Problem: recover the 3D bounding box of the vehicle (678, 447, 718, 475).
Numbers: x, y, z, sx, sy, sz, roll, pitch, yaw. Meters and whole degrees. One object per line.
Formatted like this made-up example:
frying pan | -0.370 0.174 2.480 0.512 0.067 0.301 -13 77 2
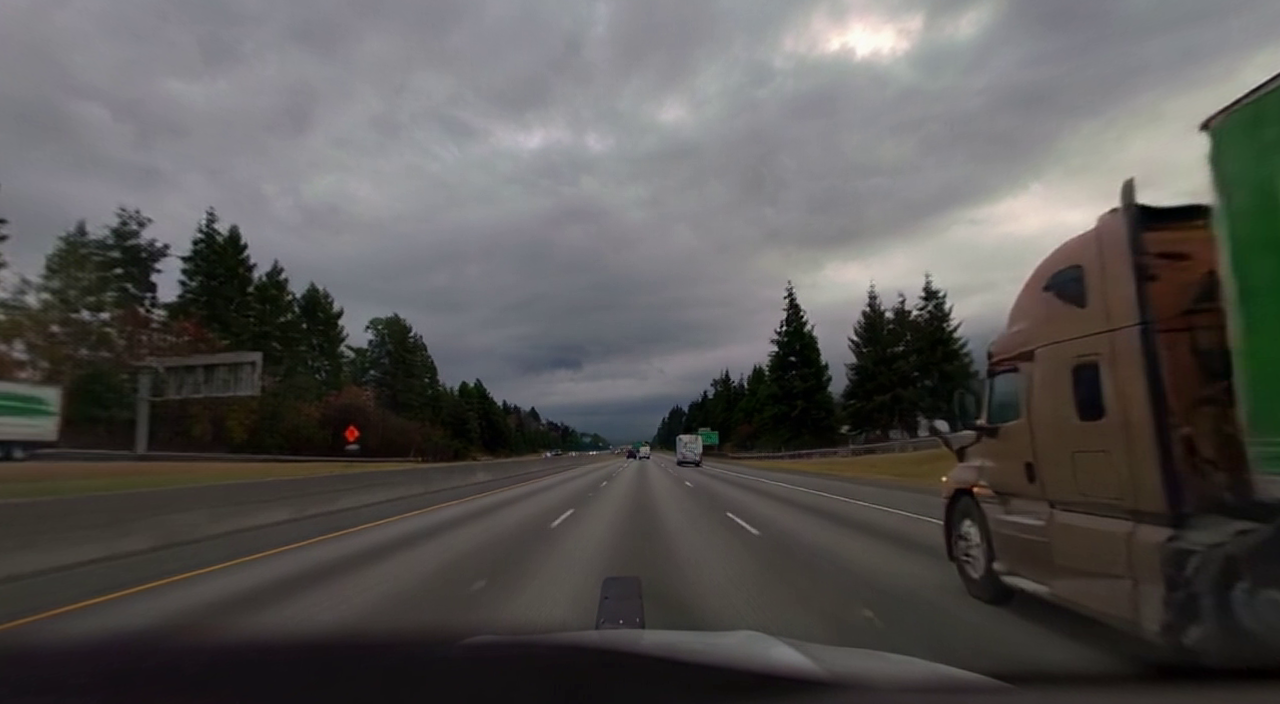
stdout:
vehicle | 3.475 6.587 38.429 2.019 1.601 3.953 0 -9 0
